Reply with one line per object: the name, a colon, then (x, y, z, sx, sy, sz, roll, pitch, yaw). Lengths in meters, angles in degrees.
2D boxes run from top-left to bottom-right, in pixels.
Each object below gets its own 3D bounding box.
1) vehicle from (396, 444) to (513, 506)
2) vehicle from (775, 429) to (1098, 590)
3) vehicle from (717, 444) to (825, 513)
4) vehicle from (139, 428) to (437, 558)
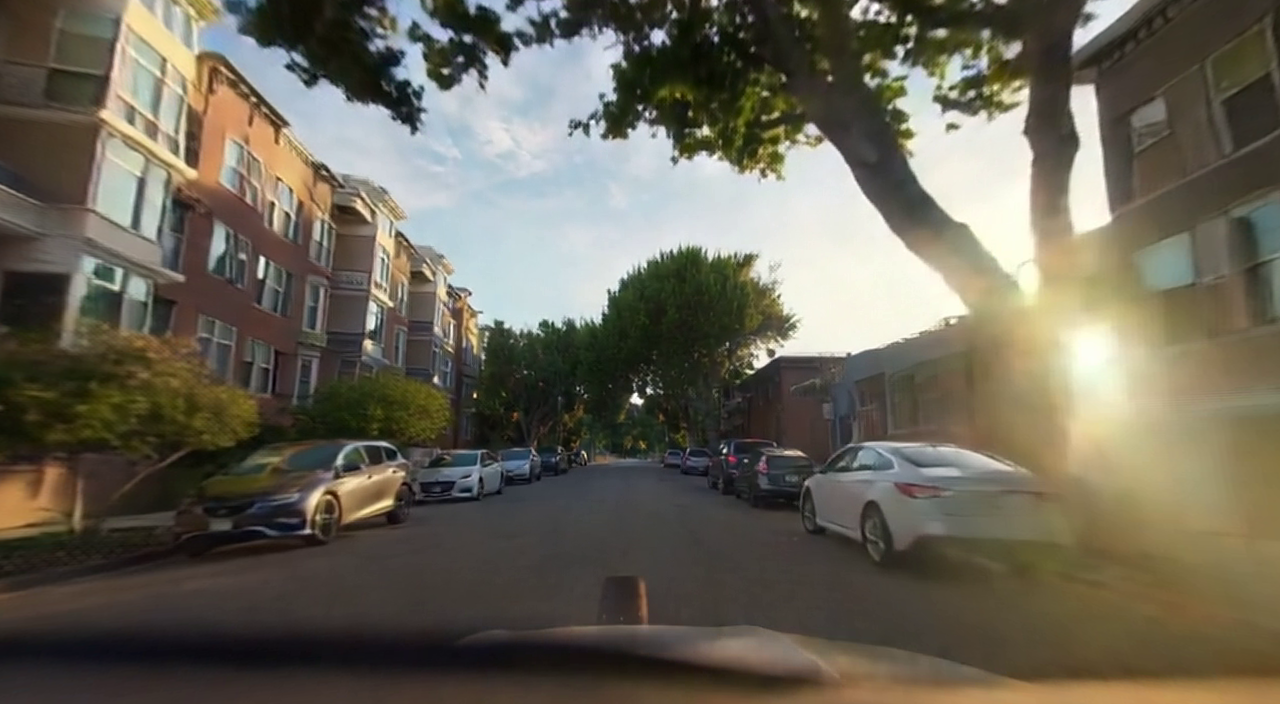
vehicle: (-5.769, 3.861, 20.474, 2.256, 1.590, 5.488, -3, -8, -2)
vehicle: (3.746, 2.081, 9.375, 2.187, 1.699, 5.038, 1, -9, -2)
vehicle: (3.513, 3.480, 18.026, 1.988, 1.652, 5.017, 0, -9, 0)
vehicle: (-5.628, 2.308, 11.241, 2.222, 1.735, 5.215, 0, -9, 1)
